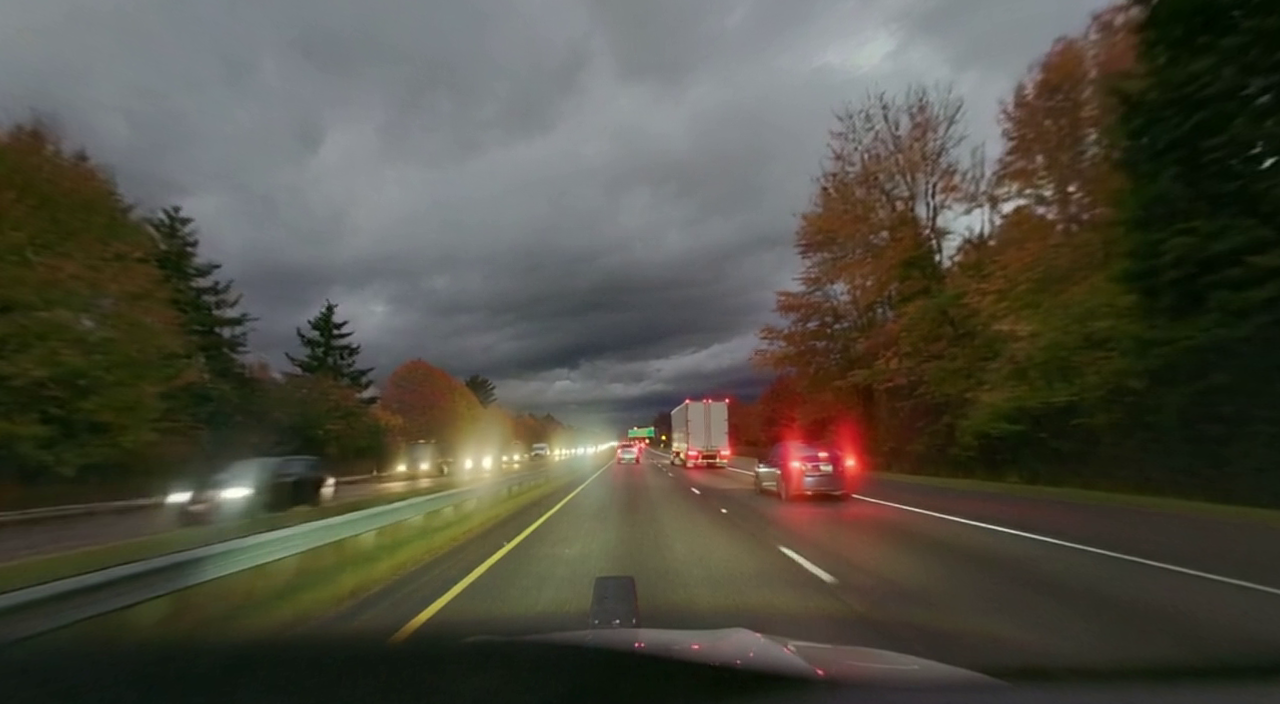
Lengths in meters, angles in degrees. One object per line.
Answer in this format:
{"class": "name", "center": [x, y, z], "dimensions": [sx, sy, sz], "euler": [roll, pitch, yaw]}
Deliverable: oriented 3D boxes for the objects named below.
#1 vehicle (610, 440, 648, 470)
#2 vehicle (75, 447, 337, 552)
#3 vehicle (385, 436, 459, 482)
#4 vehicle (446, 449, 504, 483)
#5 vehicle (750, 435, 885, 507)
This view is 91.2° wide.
{"class": "vehicle", "center": [-0.678, 6.350, 38.630], "dimensions": [2.168, 1.705, 4.272], "euler": [0, -9, -1]}
{"class": "vehicle", "center": [-7.968, 2.696, 12.182], "dimensions": [2.023, 1.636, 4.274], "euler": [0, -9, 0]}
{"class": "vehicle", "center": [-14.035, 6.962, 40.971], "dimensions": [2.380, 2.710, 6.976], "euler": [0, -9, -1]}
{"class": "vehicle", "center": [-8.645, 5.973, 33.231], "dimensions": [1.943, 1.634, 4.240], "euler": [0, -9, 0]}
{"class": "vehicle", "center": [4.195, 2.895, 15.624], "dimensions": [1.997, 1.504, 4.236], "euler": [0, -9, -1]}
